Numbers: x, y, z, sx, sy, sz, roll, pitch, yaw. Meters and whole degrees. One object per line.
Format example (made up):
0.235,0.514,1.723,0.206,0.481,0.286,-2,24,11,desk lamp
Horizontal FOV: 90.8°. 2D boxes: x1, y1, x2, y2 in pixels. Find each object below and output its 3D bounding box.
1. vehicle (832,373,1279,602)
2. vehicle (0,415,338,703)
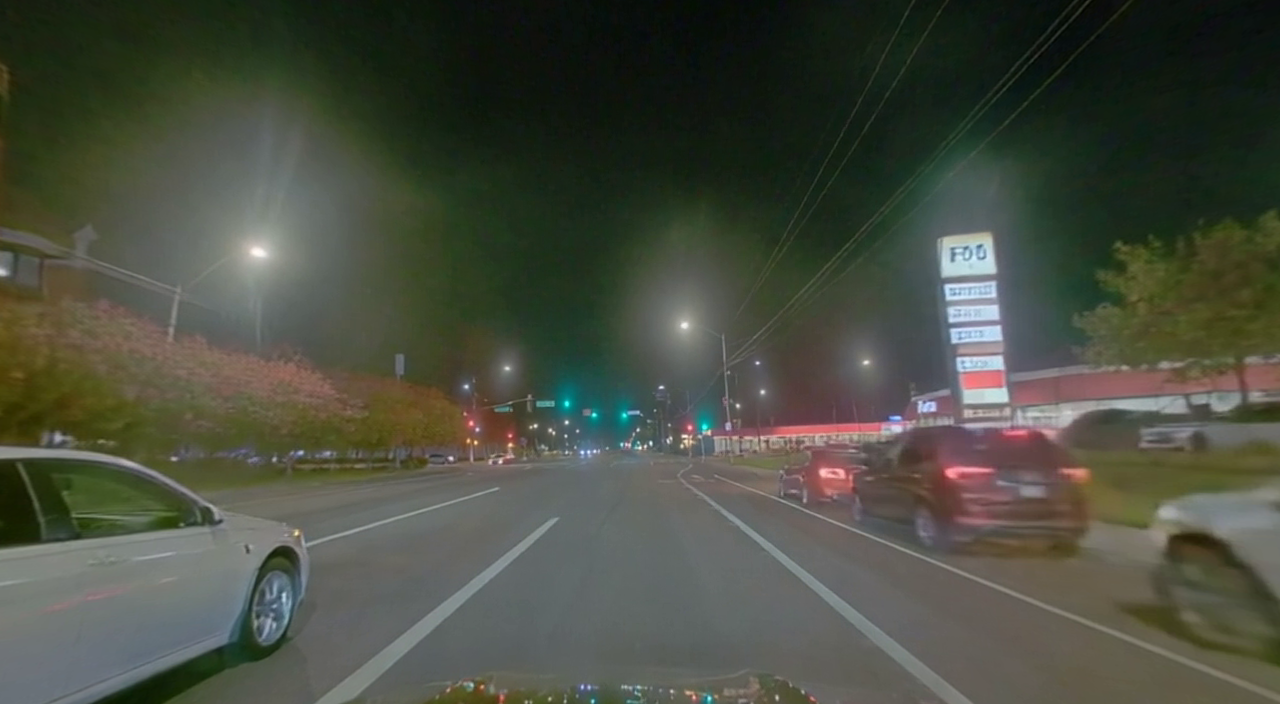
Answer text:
4.487,1.581,8.313,2.110,1.992,5.428,0,-9,-1,vehicle
-3.047,0.932,2.060,1.874,1.424,4.553,0,-9,0,vehicle
